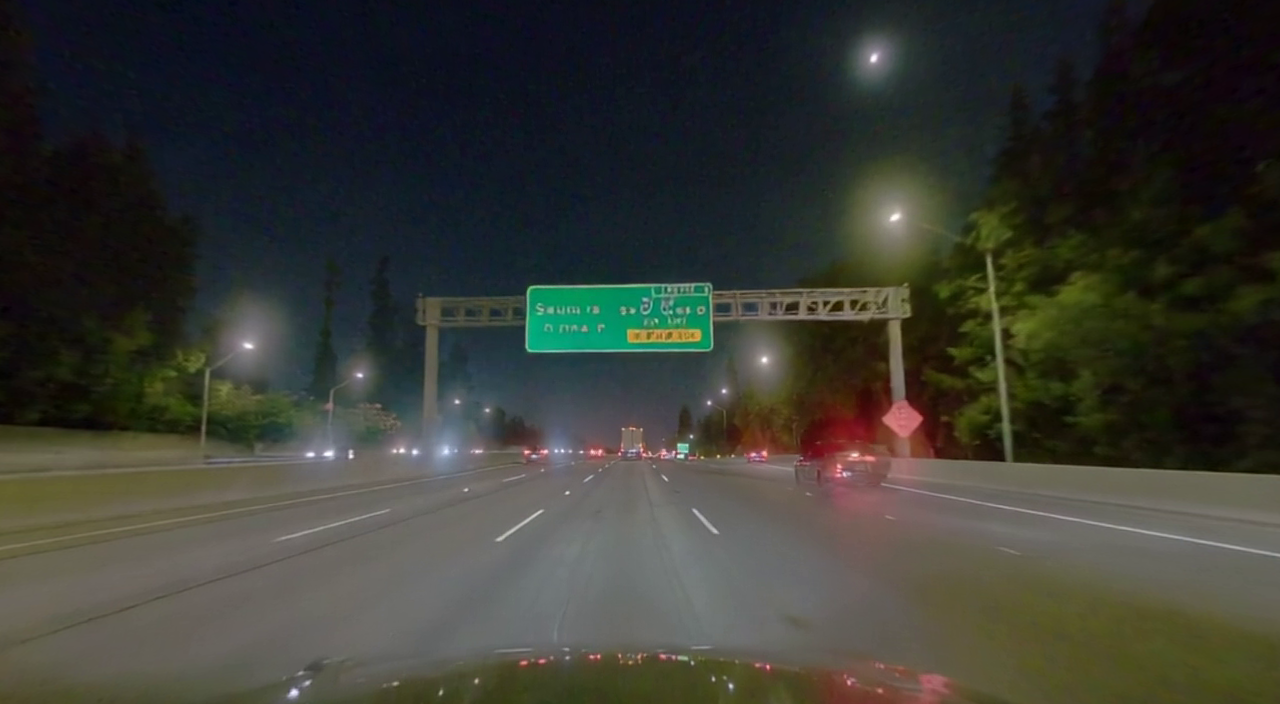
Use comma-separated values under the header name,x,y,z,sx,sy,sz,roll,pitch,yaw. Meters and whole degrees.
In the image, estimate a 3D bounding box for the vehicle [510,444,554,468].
name,x,y,z,sx,sy,sz,roll,pitch,yaw
vehicle,-7.341,7.097,43.312,2.117,1.518,4.930,-1,-9,1

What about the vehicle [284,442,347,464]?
name,x,y,z,sx,sy,sz,roll,pitch,yaw
vehicle,-22.819,7.126,44.674,1.885,1.477,4.762,-1,-9,1
